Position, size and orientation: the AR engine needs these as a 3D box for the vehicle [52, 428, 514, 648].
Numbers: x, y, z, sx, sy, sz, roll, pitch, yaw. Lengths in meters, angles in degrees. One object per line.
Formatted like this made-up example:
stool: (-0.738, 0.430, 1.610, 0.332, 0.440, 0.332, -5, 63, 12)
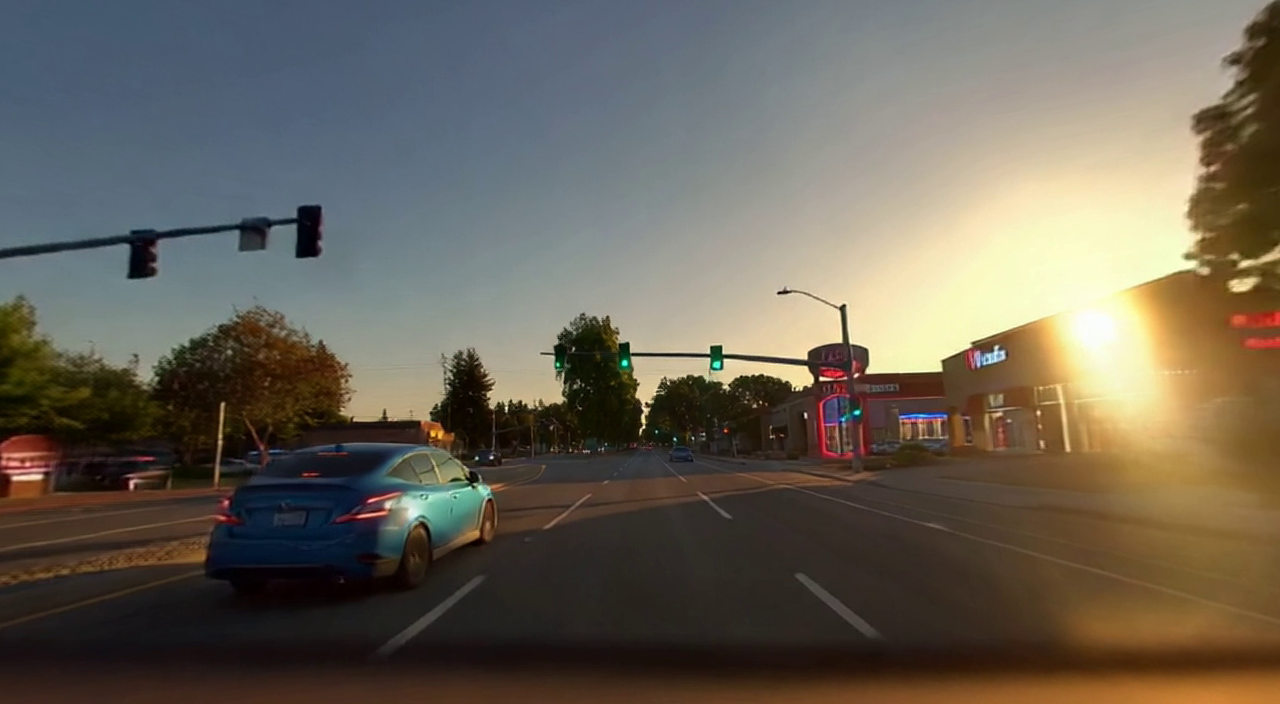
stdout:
vehicle: (-2.886, 1.600, 6.632, 2.082, 1.460, 4.636, 0, -8, 1)
